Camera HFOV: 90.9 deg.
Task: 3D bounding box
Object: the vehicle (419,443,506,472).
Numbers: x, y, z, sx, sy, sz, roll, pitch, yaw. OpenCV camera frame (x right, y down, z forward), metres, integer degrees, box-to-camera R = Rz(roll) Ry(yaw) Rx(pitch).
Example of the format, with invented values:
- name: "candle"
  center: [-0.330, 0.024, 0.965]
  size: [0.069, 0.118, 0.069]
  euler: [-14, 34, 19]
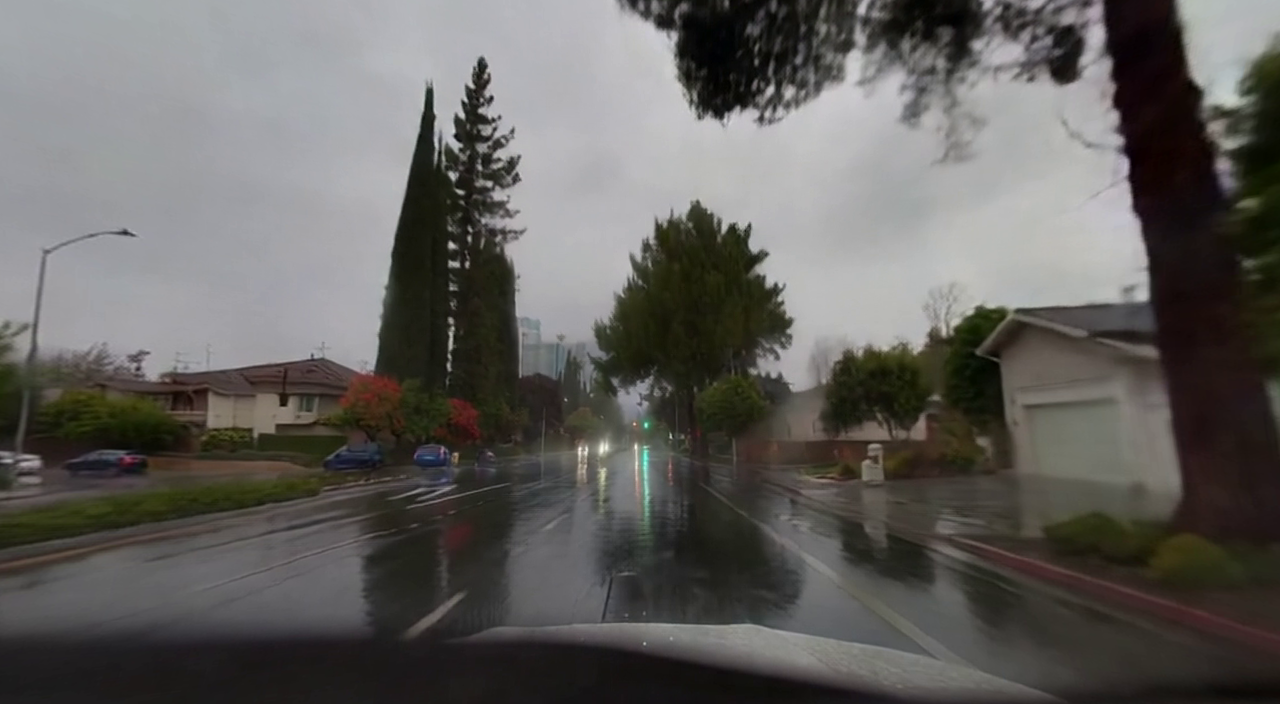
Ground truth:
- name: "vehicle"
  center: [-11.025, 6.539, 39.142]
  size: [4.788, 1.666, 2.170]
  euler: [5, -10, -26]
